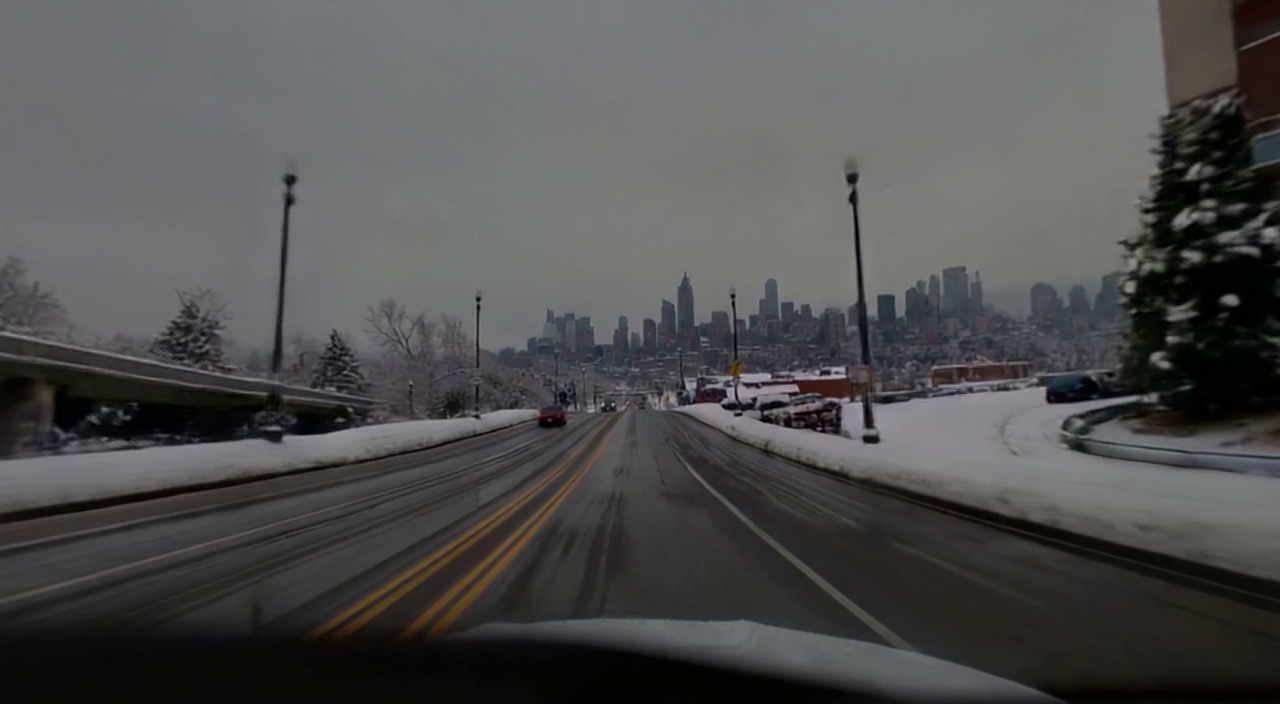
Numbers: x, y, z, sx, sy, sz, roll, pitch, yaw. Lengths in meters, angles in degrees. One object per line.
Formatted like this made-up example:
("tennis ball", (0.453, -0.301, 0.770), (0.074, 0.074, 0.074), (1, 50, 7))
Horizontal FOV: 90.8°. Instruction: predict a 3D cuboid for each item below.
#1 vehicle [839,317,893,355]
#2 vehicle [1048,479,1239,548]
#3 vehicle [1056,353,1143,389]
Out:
("vehicle", (13.549, -0.896, 38.149), (1.779, 1.489, 3.734), (2, -11, -2))
("vehicle", (13.815, 4.410, 17.678), (1.809, 1.497, 3.837), (-2, -10, -7))
("vehicle", (27.297, 1.131, 37.604), (3.698, 1.510, 1.672), (-4, -14, -2))
